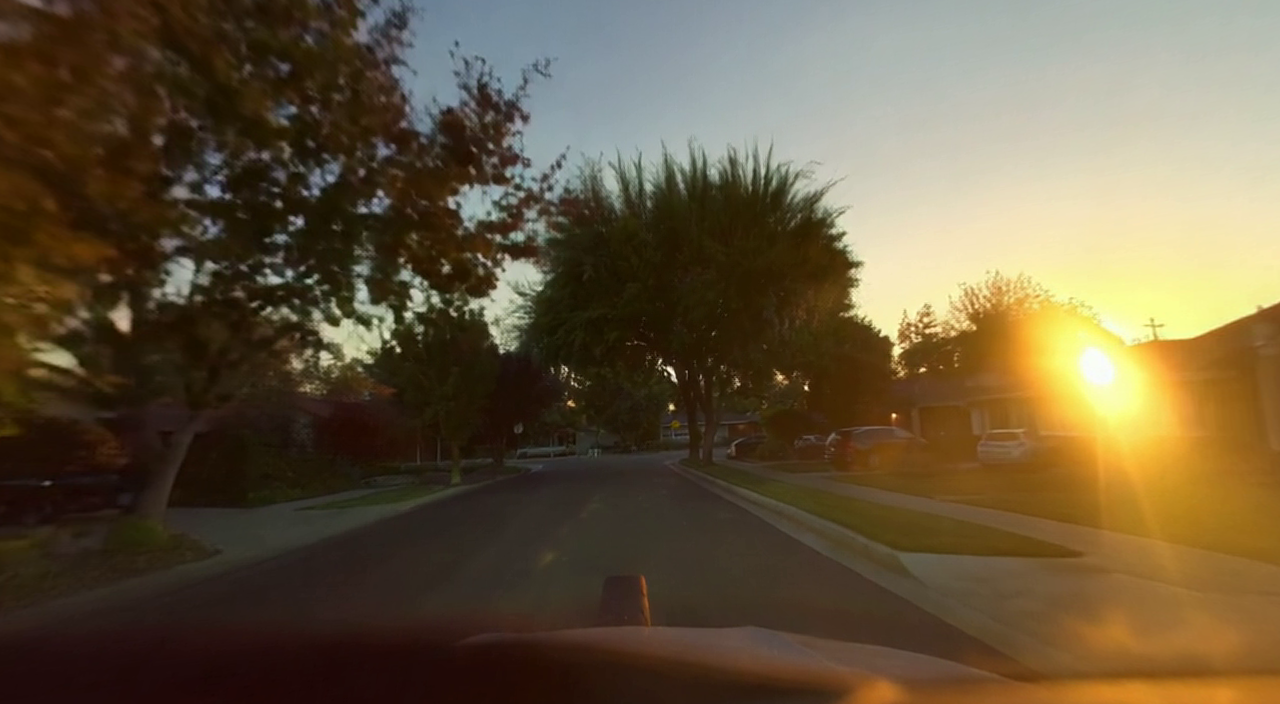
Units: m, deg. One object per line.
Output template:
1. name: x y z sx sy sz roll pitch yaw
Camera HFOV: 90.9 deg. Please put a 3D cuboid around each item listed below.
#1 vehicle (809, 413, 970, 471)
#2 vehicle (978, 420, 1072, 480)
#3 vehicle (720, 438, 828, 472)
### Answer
1. vehicle: 9.575 3.545 24.556 5.239 1.933 2.131 -2 -10 -2
2. vehicle: 11.424 2.850 18.547 2.004 1.511 4.494 -6 -10 34
3. vehicle: 5.734 4.459 27.312 4.229 1.402 1.811 0 -8 0
